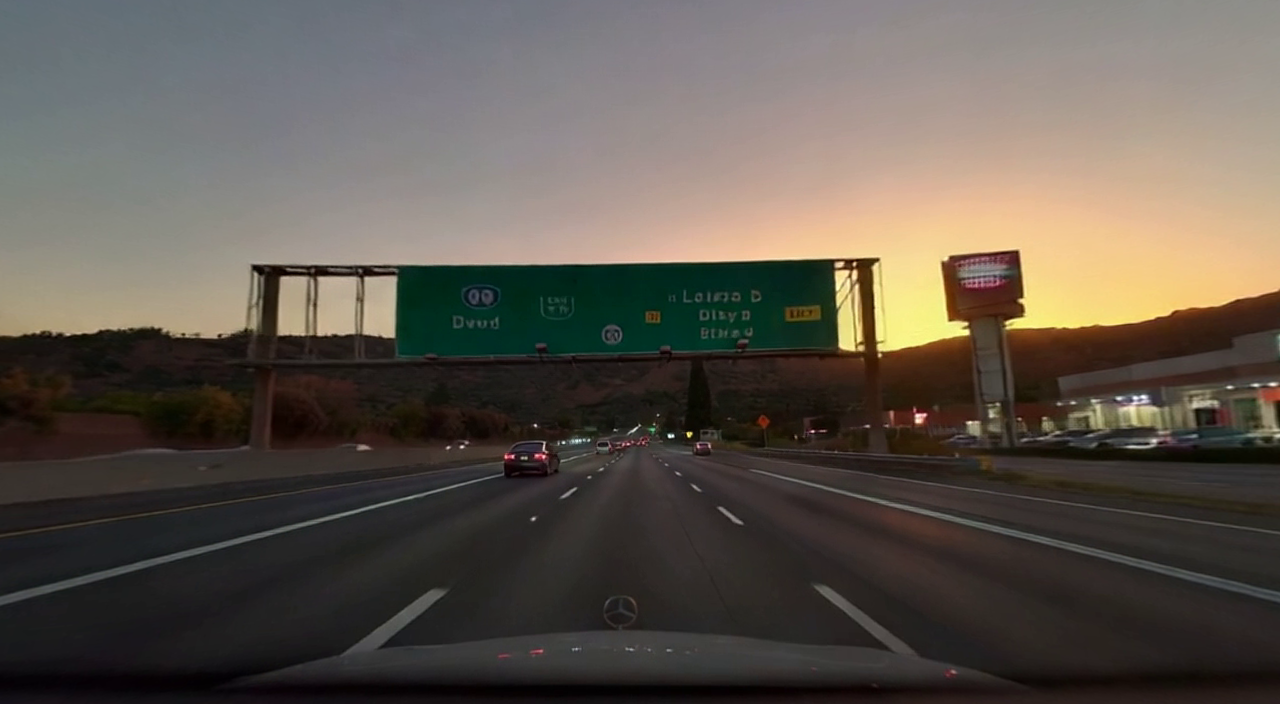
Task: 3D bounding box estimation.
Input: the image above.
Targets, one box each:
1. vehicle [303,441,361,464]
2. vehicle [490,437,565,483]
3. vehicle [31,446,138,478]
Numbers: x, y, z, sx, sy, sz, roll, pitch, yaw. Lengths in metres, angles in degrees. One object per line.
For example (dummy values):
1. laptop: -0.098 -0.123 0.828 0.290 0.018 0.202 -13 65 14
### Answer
1. vehicle: -19.139 6.250 39.382 1.811 1.380 3.619 0 -8 0
2. vehicle: -4.000 3.905 23.138 1.939 1.508 4.272 0 -8 0
3. vehicle: -26.759 5.274 30.588 1.796 1.401 3.732 0 -8 -1
